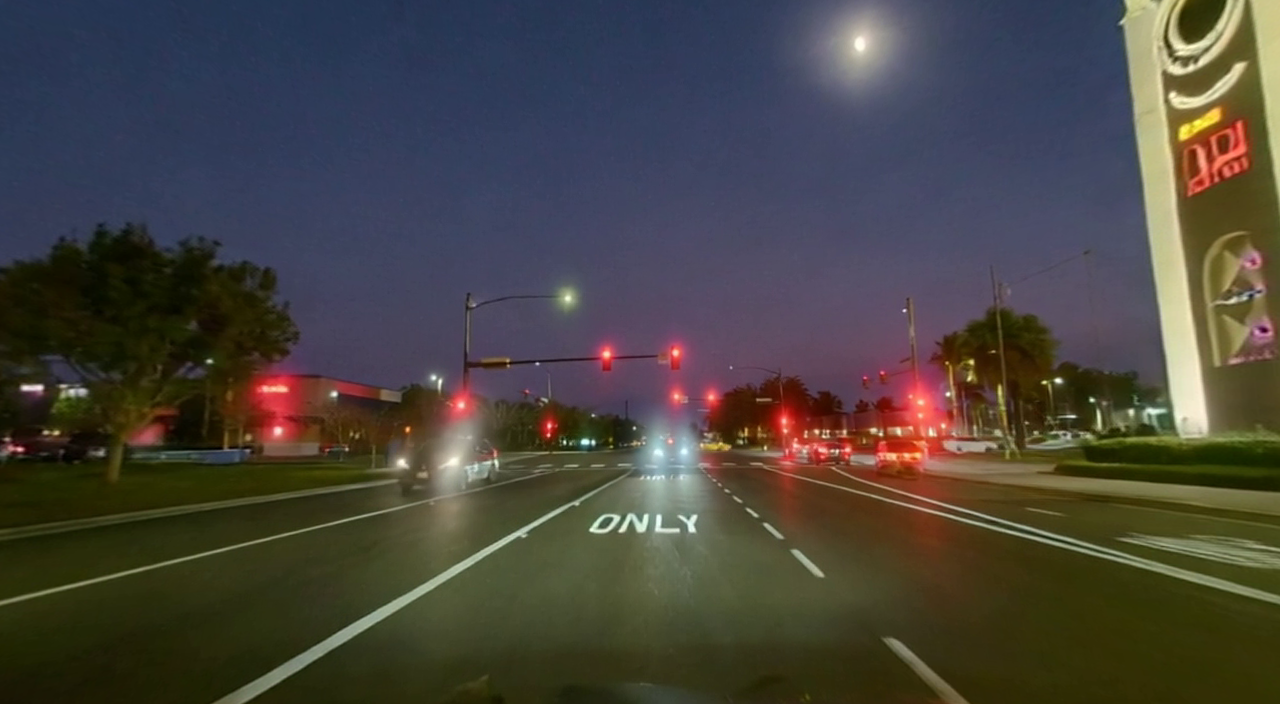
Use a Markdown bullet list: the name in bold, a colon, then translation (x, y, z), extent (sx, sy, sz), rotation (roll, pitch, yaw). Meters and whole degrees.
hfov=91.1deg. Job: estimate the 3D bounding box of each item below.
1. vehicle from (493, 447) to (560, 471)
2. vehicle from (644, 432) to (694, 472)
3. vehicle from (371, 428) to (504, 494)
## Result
- **vehicle**: translation (-7.589, 7.053, 41.688), extent (4.668, 1.469, 1.984), rotation (-8, -12, 44)
- **vehicle**: translation (1.662, 5.697, 35.907), extent (2.590, 2.080, 5.284), rotation (0, -9, 3)
- **vehicle**: translation (-6.694, 3.711, 21.746), extent (2.366, 1.941, 5.823), rotation (-1, -9, 3)
